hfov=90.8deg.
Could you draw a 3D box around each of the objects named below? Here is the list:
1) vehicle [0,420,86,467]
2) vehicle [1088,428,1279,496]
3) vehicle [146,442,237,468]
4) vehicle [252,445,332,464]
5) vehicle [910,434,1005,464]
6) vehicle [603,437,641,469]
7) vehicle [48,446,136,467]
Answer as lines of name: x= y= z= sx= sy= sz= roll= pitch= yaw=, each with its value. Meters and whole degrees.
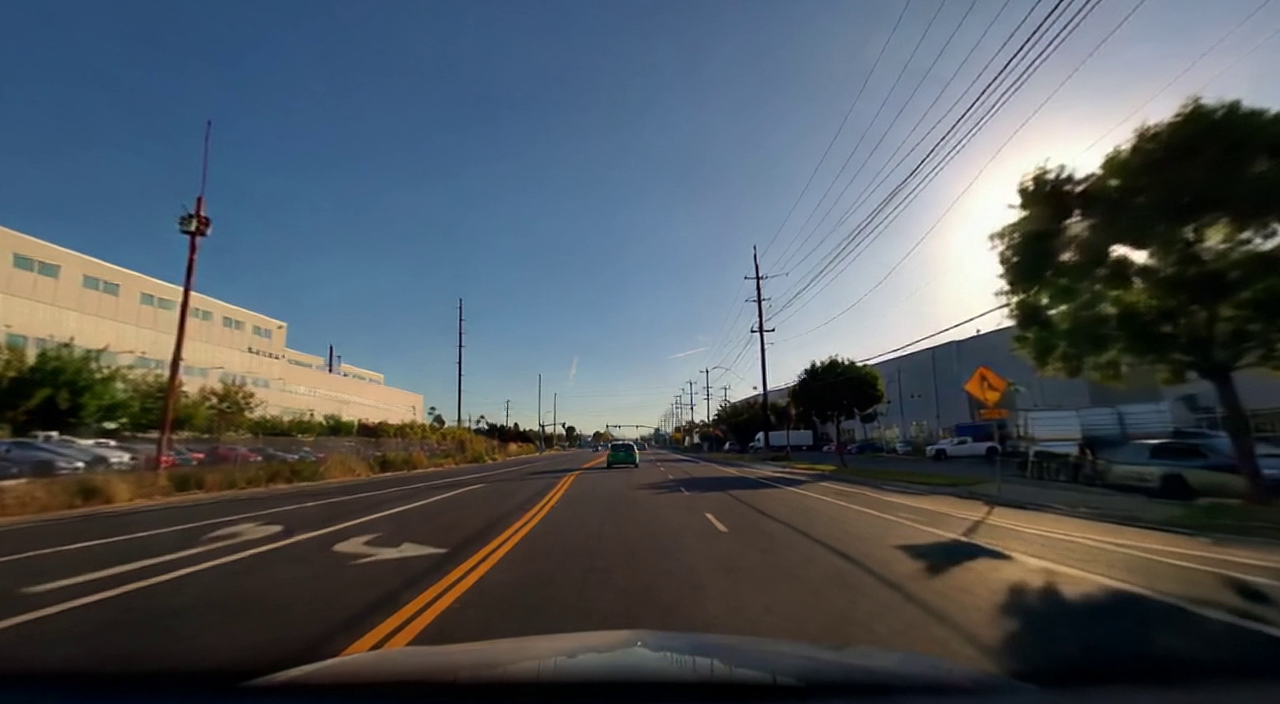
vehicle: x=-48.497 y=7.182 z=49.470 sx=7.180 sy=3.465 sz=2.763 roll=0 pitch=-8 yaw=-4
vehicle: x=18.956 y=3.634 z=21.250 sx=2.423 sy=2.005 sz=5.671 roll=4 pitch=-10 yaw=-28
vehicle: x=-26.695 y=6.145 z=37.706 sx=3.983 sy=1.472 sz=1.898 roll=0 pitch=-8 yaw=0
vehicle: x=-26.542 y=7.815 z=48.299 sx=4.728 sy=1.431 sz=2.287 roll=0 pitch=-8 yaw=-2
vehicle: x=23.135 y=7.099 z=46.246 sx=5.669 sy=2.073 sz=2.297 roll=-1 pitch=-8 yaw=2
vehicle: x=-0.981 y=5.499 z=34.552 sx=1.937 sy=1.588 sz=3.746 roll=0 pitch=-8 yaw=-1
vehicle: x=-39.649 y=7.565 z=45.792 sx=4.525 sy=1.491 sz=1.908 roll=0 pitch=-8 yaw=-2
